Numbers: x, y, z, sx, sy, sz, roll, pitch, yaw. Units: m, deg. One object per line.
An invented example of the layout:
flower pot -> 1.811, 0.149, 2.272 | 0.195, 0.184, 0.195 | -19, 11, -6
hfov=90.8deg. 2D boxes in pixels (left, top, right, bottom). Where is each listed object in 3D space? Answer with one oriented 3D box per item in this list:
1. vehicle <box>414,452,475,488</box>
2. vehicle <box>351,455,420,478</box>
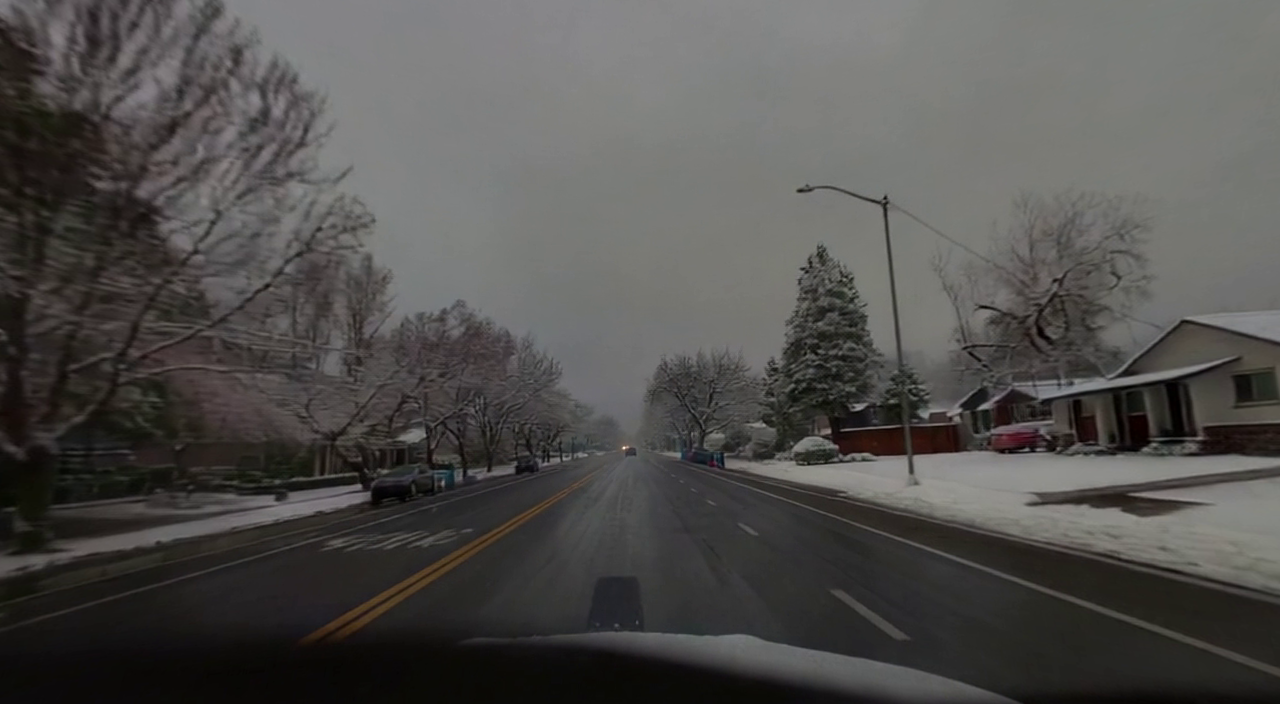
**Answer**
vehicle -> -10.762, 6.480, 35.099 | 1.989, 1.610, 4.337 | -5, -8, -1
vehicle -> -18.993, 8.560, 47.286 | 4.310, 1.690, 1.848 | 1, -9, -3
